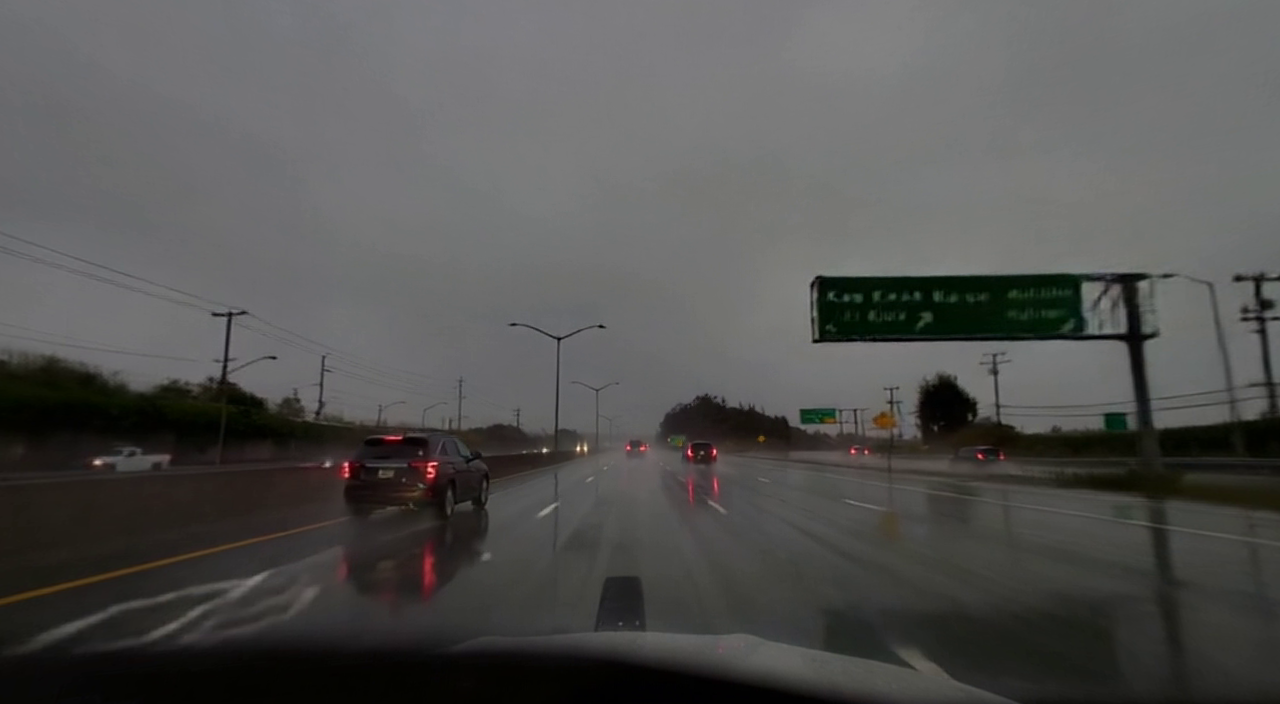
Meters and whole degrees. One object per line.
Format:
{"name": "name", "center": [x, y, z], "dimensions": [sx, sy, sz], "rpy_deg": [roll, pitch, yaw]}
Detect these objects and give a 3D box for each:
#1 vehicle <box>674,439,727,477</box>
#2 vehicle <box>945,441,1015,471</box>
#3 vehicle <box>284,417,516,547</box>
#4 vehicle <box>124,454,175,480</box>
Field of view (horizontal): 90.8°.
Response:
{"name": "vehicle", "center": [2.785, 4.990, 30.040], "dimensions": [1.997, 1.638, 4.281], "rpy_deg": [0, -9, -1]}
{"name": "vehicle", "center": [21.986, 6.731, 41.085], "dimensions": [2.070, 1.782, 5.006], "rpy_deg": [-1, -9, 4]}
{"name": "vehicle", "center": [-3.626, 2.064, 10.688], "dimensions": [2.099, 1.682, 4.590], "rpy_deg": [0, -9, 0]}
{"name": "vehicle", "center": [-37.728, 8.819, 48.627], "dimensions": [1.785, 1.903, 2.419], "rpy_deg": [-2, -8, 7]}
